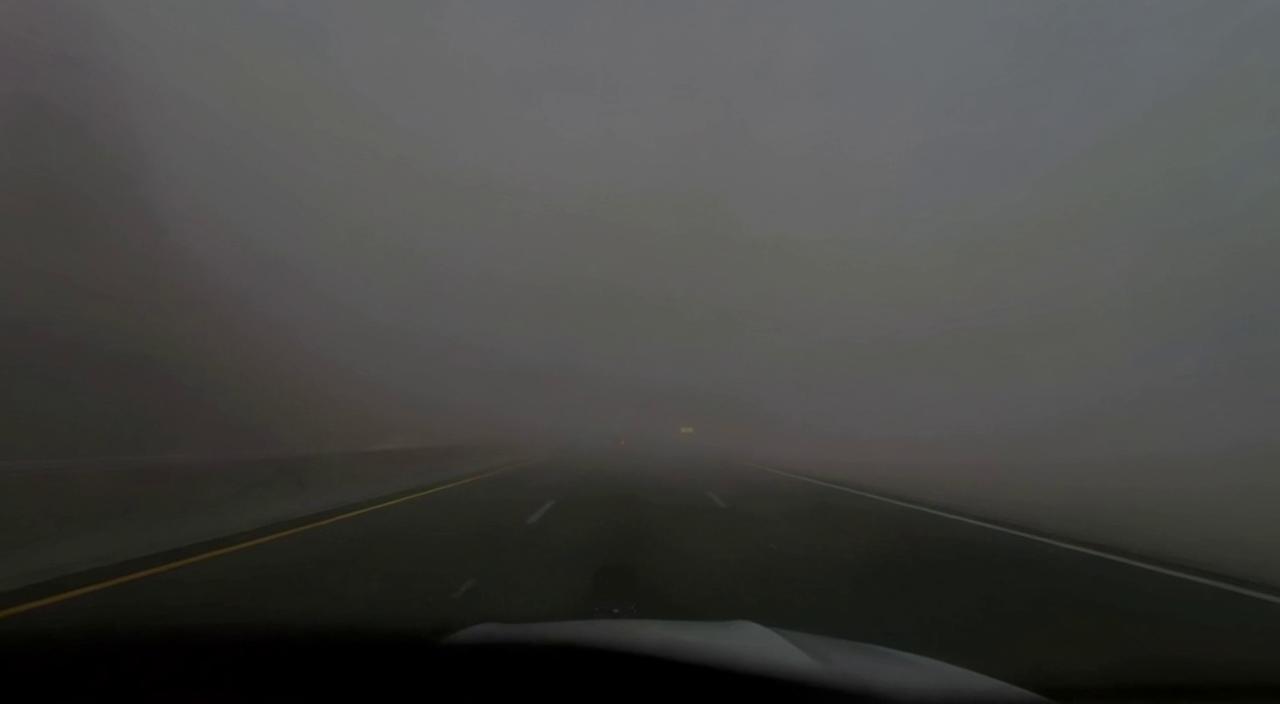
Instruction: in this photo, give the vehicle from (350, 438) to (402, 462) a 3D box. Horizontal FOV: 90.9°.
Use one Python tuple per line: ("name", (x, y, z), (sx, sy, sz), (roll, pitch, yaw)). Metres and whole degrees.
("vehicle", (-16.737, 6.200, 40.079), (1.775, 1.467, 3.649), (0, -8, -1))
